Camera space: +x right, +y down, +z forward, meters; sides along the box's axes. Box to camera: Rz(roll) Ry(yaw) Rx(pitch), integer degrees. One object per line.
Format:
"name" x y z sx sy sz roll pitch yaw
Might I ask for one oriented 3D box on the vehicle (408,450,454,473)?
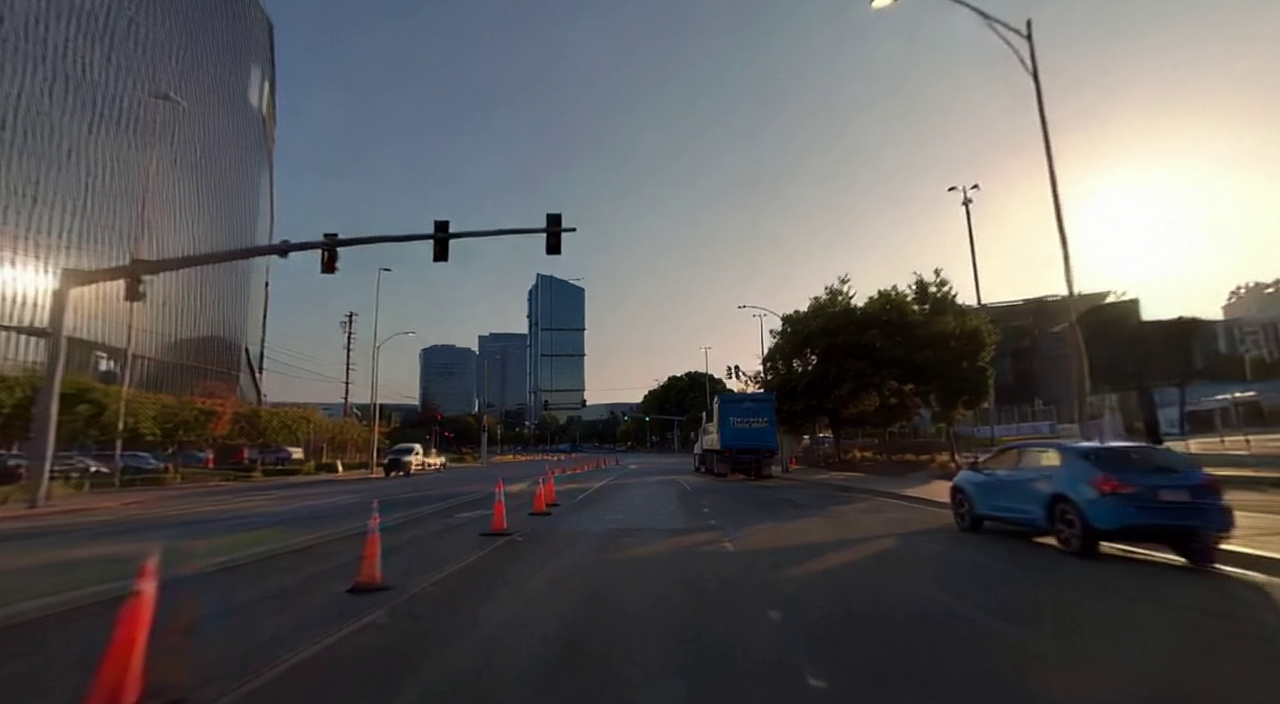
"vehicle" -16.421 8.590 49.845 1.925 1.665 4.893 0 -9 0

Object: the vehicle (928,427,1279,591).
"vehicle" 6.094 1.906 8.610 2.098 1.619 4.433 0 -9 -2

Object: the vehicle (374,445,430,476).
"vehicle" -16.487 7.515 43.988 1.937 1.984 4.928 0 -9 0

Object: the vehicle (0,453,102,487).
"vehicle" -25.368 4.933 26.486 3.905 1.345 1.737 0 -9 -2

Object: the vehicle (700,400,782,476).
"vehicle" 5.757 5.226 37.955 3.176 3.913 9.805 0 -9 -1
